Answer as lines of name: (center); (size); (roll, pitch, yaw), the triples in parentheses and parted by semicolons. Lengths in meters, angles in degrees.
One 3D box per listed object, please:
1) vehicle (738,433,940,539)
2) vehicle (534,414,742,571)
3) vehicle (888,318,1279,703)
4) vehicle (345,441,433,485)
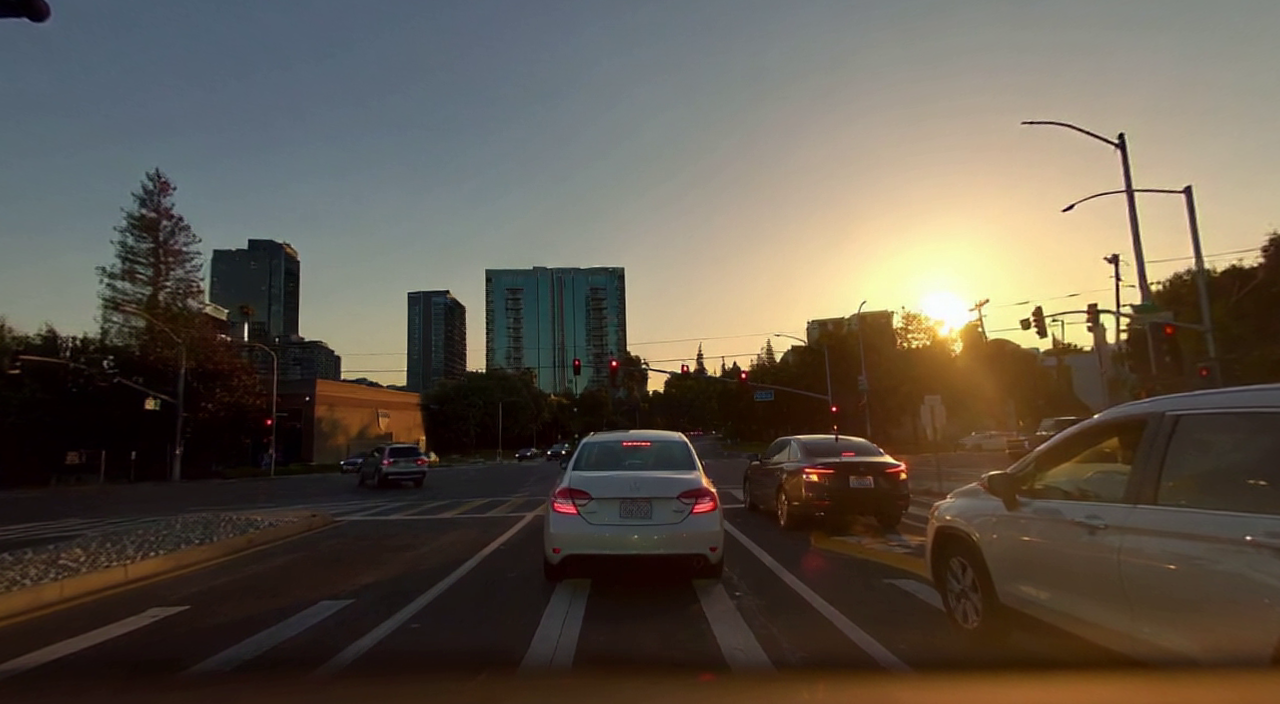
vehicle: (3.153, 2.209, 11.128); (2.001, 1.463, 4.398); (0, -8, -2)
vehicle: (-0.068, 1.782, 8.747); (2.188, 1.637, 4.027); (0, -8, -1)
vehicle: (3.002, 0.865, 2.660); (2.103, 1.701, 4.294); (0, -8, -1)
vehicle: (-11.491, 4.984, 28.798); (2.021, 1.837, 4.448); (8, -12, -44)
